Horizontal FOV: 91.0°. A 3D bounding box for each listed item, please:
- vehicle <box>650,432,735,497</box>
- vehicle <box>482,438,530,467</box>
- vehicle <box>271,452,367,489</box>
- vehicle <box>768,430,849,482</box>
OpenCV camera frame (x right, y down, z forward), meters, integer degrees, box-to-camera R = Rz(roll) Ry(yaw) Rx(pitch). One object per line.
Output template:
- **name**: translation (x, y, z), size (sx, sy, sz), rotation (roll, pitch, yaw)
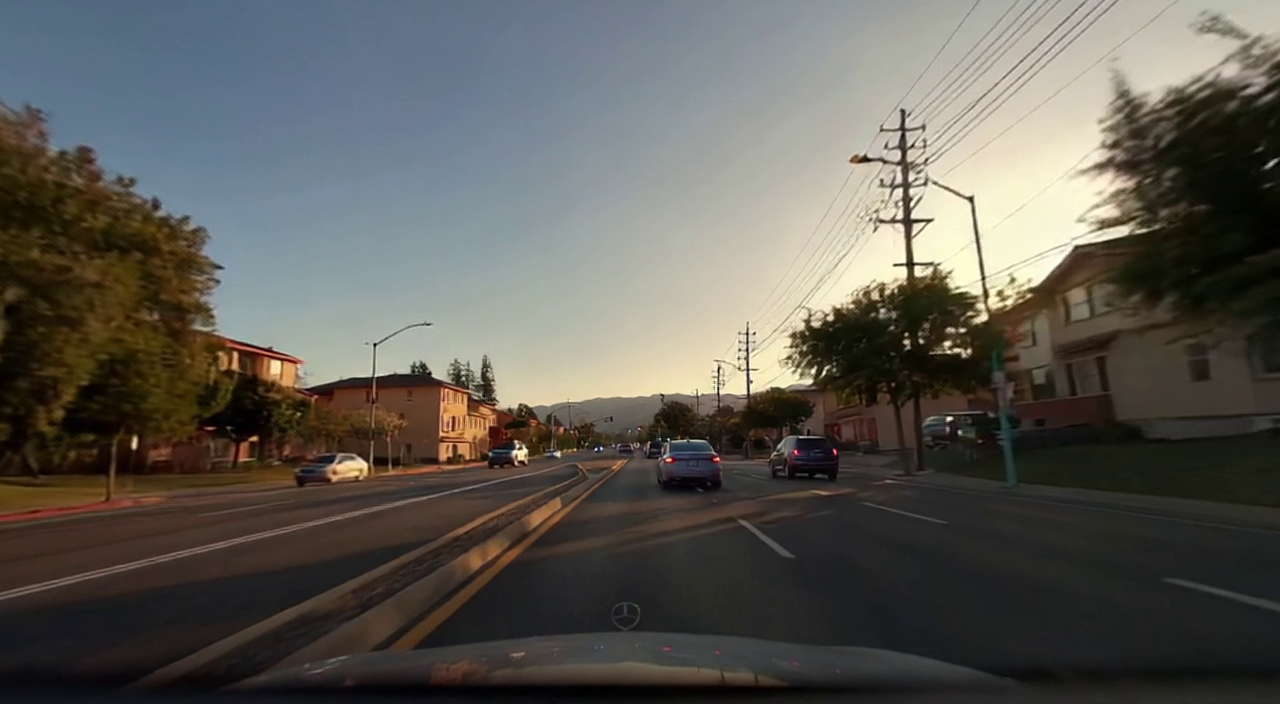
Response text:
- **vehicle**: translation (1.455, 3.355, 19.124), size (2.138, 1.702, 4.168), rotation (0, -9, -1)
- **vehicle**: translation (-10.413, 7.907, 49.559), size (2.423, 2.132, 5.881), rotation (-1, -9, 0)
- **vehicle**: translation (-14.693, 5.434, 29.200), size (1.980, 1.513, 4.583), rotation (-1, -9, 1)
- **vehicle**: translation (6.670, 4.189, 25.451), size (2.061, 1.889, 4.268), rotation (0, -9, 0)
